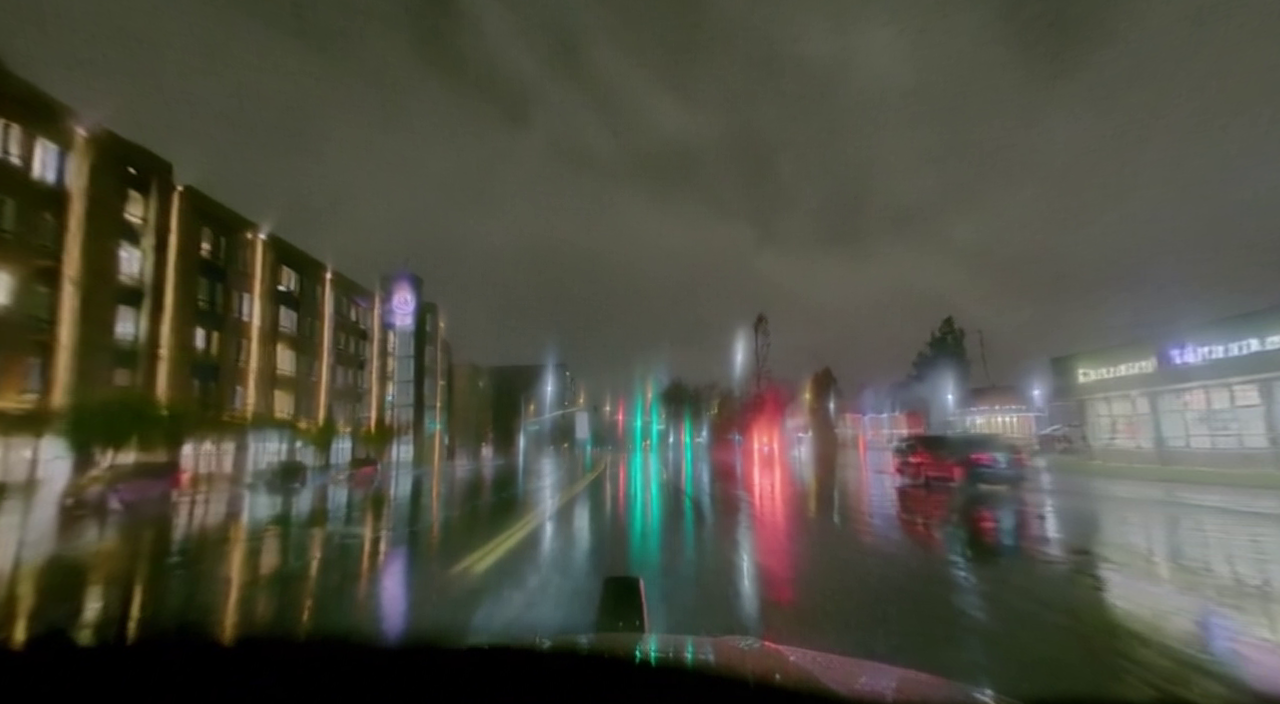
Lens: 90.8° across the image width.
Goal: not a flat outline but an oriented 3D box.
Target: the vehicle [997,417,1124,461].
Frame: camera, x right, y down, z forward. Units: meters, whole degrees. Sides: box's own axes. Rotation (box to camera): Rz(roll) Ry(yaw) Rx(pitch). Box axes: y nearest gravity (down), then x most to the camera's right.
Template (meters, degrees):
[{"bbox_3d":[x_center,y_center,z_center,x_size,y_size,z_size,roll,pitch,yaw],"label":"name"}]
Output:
[{"bbox_3d":[19.244,4.050,29.304,2.067,1.804,5.183,0,-8,-3],"label":"vehicle"}]

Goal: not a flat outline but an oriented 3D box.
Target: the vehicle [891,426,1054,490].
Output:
[{"bbox_3d":[10.048,3.247,19.704,2.183,1.698,5.010,1,-8,-2],"label":"vehicle"}]

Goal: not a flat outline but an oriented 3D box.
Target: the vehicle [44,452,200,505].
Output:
[{"bbox_3d":[-19.119,4.633,23.659,2.167,1.700,4.406,0,-8,-2],"label":"vehicle"}]

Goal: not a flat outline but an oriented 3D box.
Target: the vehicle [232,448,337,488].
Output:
[{"bbox_3d":[-19.189,6.239,34.503,2.247,1.820,5.907,-4,-8,2],"label":"vehicle"}]

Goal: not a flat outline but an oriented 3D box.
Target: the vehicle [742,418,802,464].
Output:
[{"bbox_3d":[9.756,6.707,47.514,2.917,3.205,6.985,0,-8,-1],"label":"vehicle"}]

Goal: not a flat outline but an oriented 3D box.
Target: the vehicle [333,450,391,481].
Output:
[{"bbox_3d":[-19.376,7.882,44.284,2.042,1.773,4.914,-4,-8,-2],"label":"vehicle"}]
